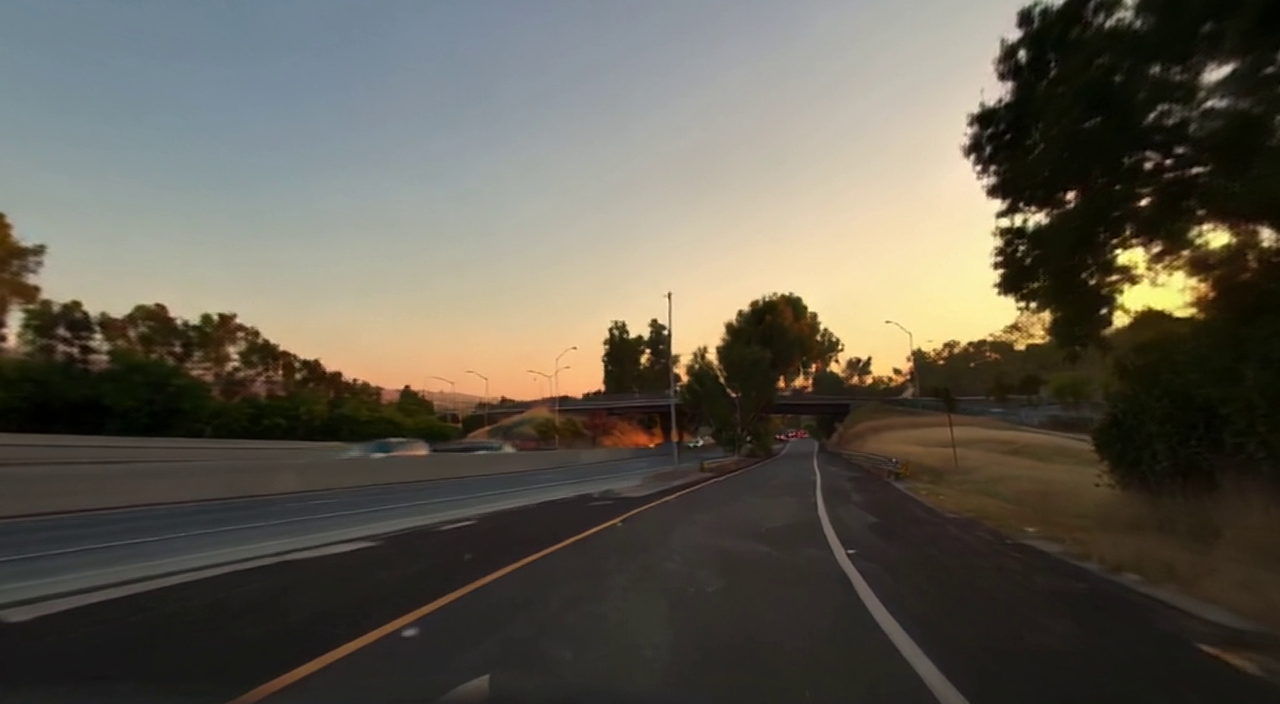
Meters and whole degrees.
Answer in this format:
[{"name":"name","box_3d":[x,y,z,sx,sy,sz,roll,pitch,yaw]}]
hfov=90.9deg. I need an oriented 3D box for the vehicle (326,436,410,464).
[{"name":"vehicle","box_3d":[-15.283,5.530,35.654,1.919,1.484,4.248,-3,-9,19]}]
